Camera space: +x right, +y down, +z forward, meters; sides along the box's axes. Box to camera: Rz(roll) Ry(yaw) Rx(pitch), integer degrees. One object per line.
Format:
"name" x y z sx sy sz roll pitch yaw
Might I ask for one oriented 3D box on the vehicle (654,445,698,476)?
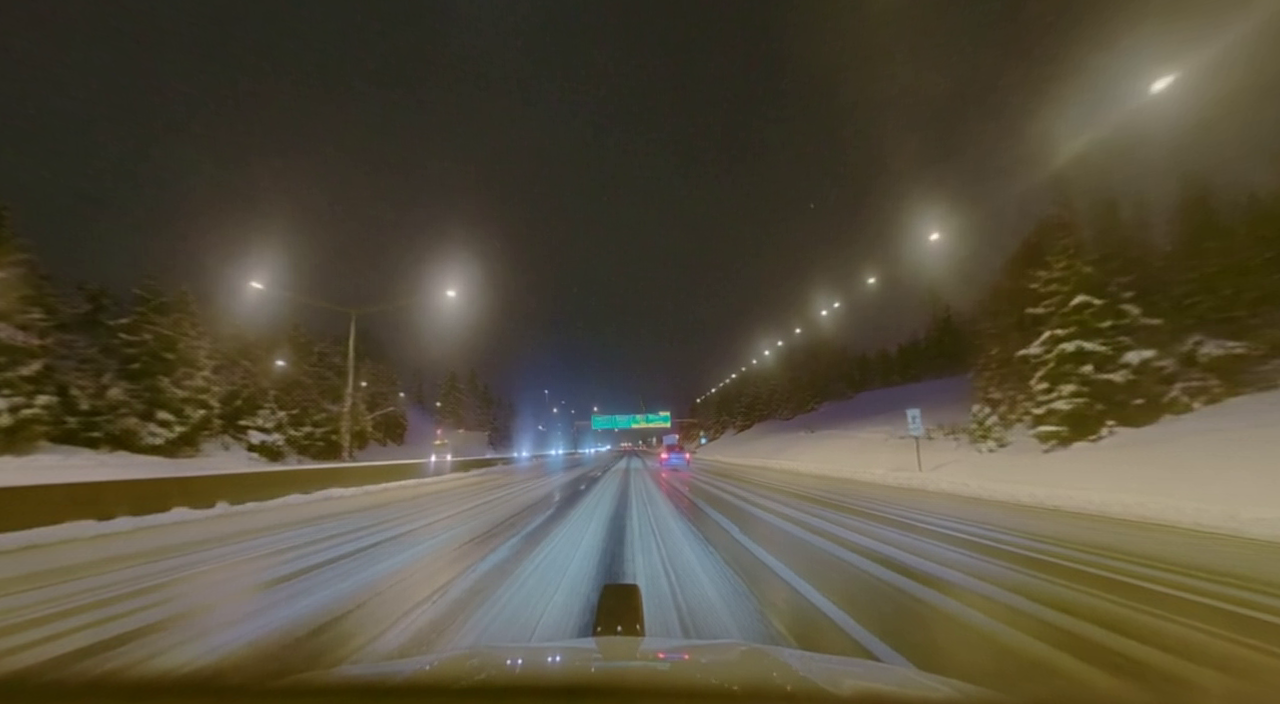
"vehicle" 1.818 5.631 32.849 2.055 1.501 4.321 0 -9 0
